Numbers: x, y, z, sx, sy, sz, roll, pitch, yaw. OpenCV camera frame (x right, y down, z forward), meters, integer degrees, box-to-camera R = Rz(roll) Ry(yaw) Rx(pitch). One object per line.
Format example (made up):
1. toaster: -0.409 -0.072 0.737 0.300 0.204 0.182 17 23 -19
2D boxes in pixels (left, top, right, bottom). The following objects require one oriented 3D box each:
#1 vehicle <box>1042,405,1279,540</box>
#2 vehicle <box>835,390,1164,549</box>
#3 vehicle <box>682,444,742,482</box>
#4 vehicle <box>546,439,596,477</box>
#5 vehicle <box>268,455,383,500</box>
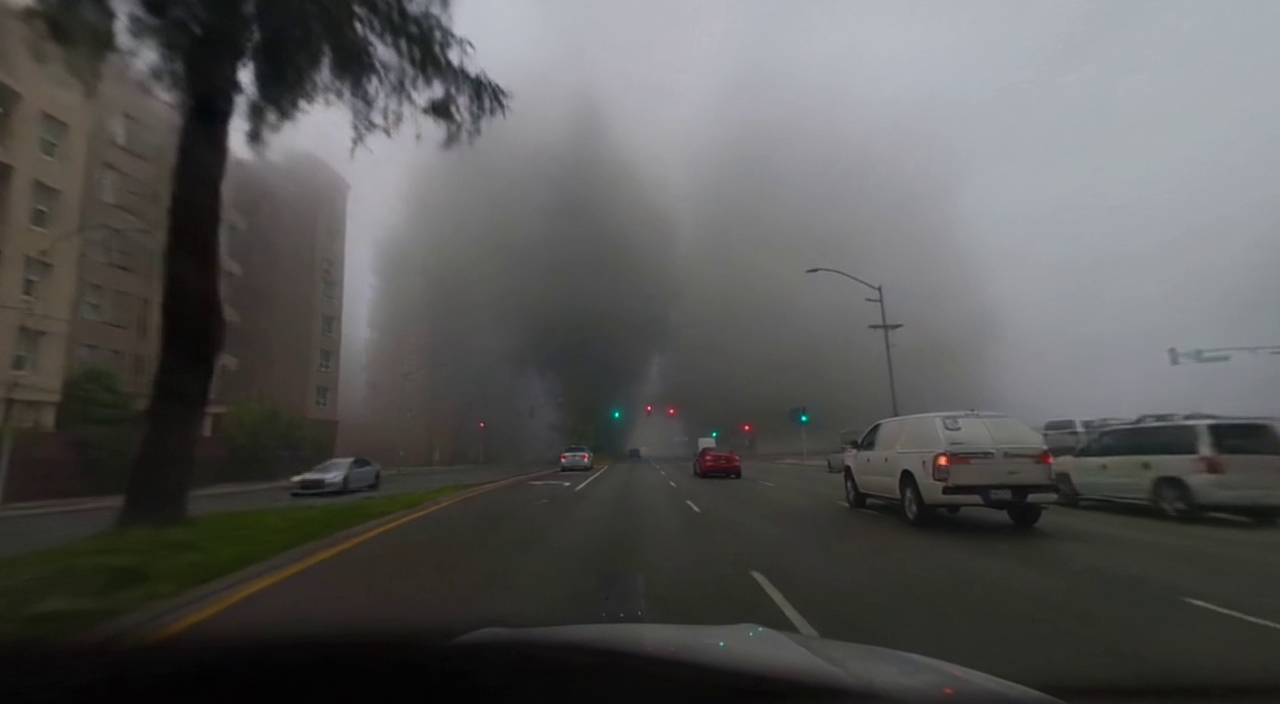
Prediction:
1. vehicle: 9.613 2.015 11.078 2.064 1.837 4.724 0 -9 1
2. vehicle: 5.492 1.933 11.028 2.427 2.017 5.763 0 -9 1
3. vehicle: 2.992 4.713 27.198 2.003 1.480 4.494 0 -9 -1
4. vehicle: -3.378 5.278 31.615 2.065 1.716 4.265 0 -9 -1
5. vehicle: -11.773 4.708 24.071 2.028 1.490 4.475 0 -9 1
